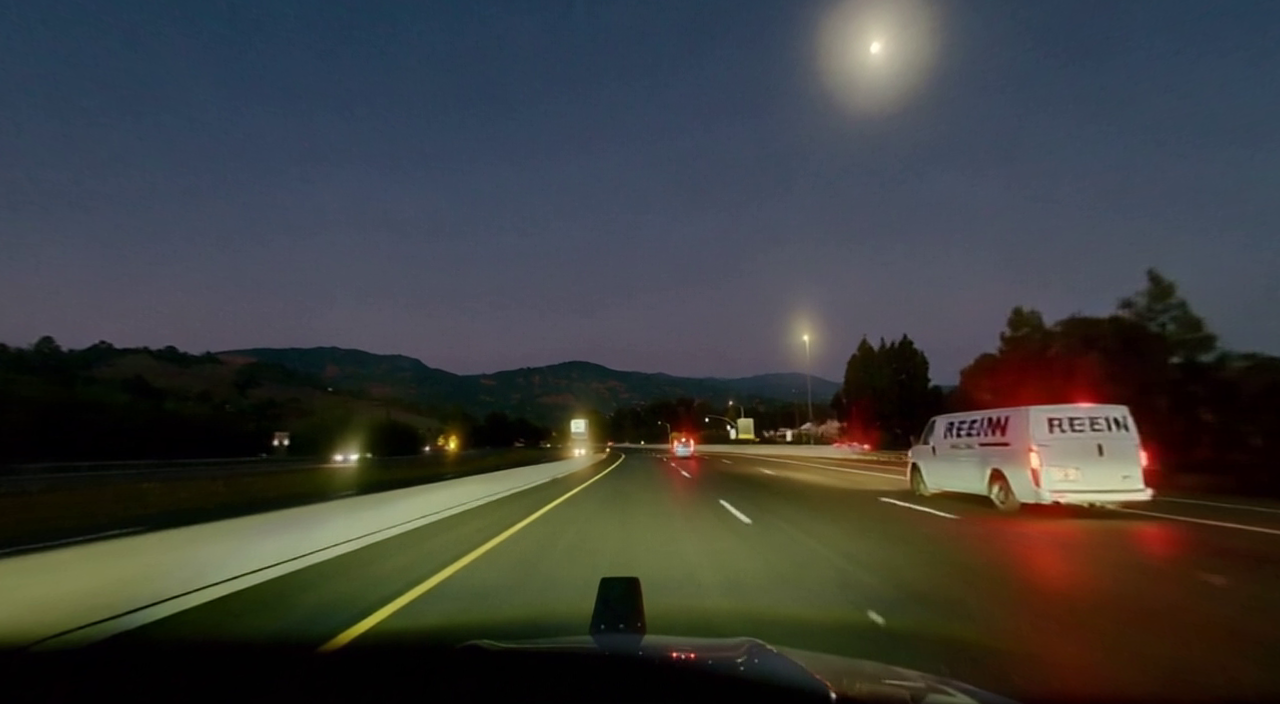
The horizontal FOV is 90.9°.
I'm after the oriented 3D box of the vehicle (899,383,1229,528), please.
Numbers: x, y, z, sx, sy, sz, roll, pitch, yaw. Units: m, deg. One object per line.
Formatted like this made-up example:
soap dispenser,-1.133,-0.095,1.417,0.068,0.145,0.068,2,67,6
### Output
vehicle,7.179,1.873,11.809,2.275,2.059,5.543,0,-8,0
